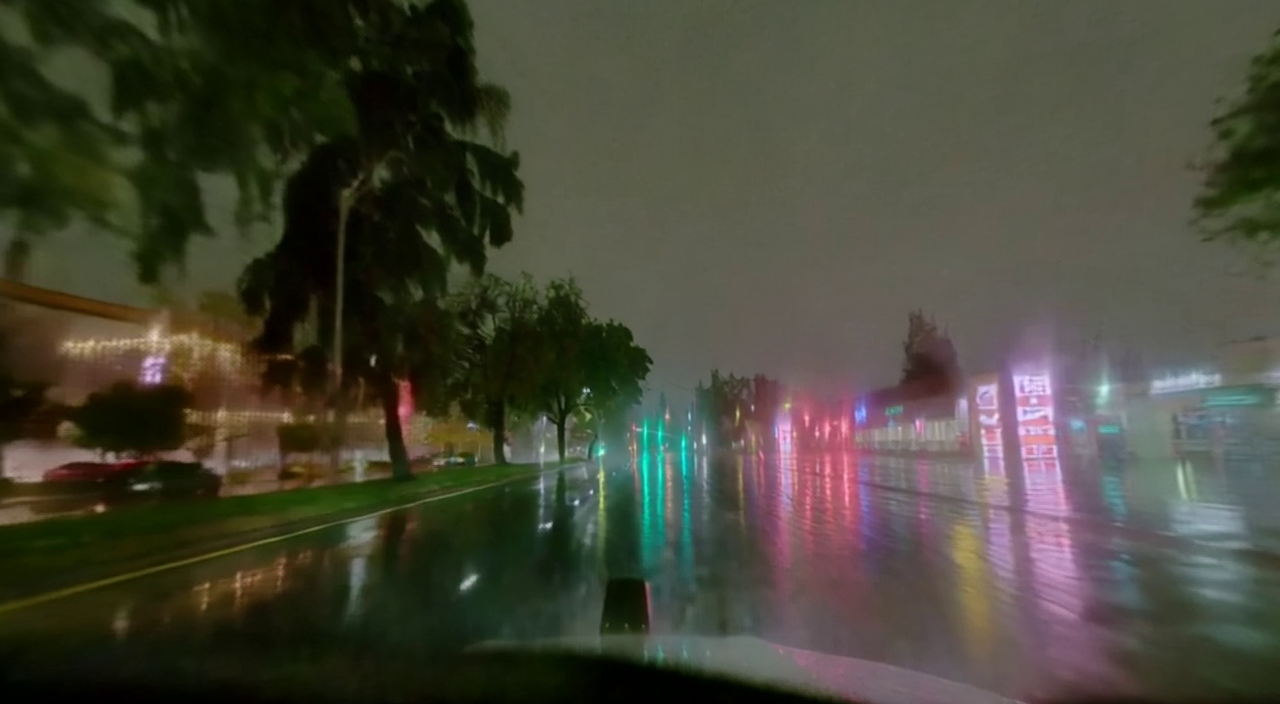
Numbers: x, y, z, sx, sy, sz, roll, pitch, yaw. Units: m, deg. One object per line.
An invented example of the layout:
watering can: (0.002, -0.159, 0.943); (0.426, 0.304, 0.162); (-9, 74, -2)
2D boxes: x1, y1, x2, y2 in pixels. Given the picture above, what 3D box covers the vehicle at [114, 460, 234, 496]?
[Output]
vehicle: (-22.336, 6.029, 30.471); (2.135, 1.467, 4.653); (-1, -9, 2)
